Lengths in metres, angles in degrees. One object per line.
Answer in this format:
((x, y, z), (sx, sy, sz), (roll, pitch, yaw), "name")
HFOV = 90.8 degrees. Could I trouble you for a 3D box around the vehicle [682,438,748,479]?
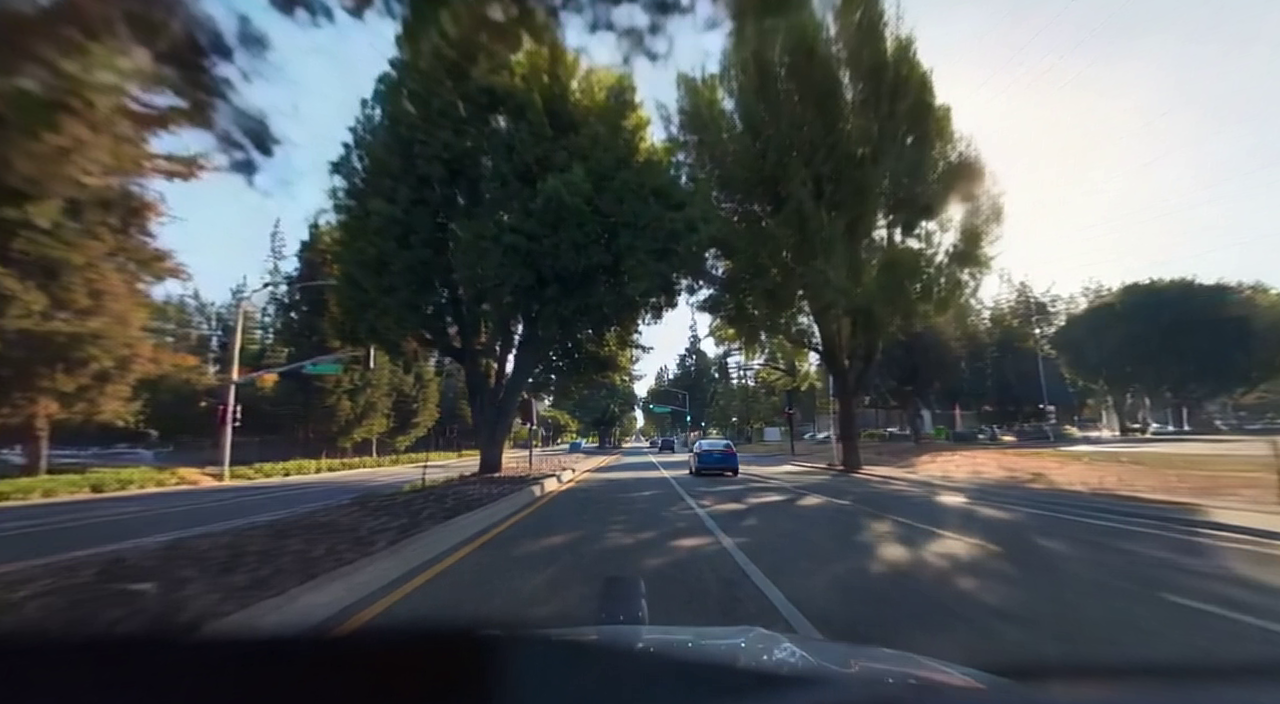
((2.867, 4.173, 24.987), (2.056, 1.483, 4.091), (0, -8, -1), "vehicle")
